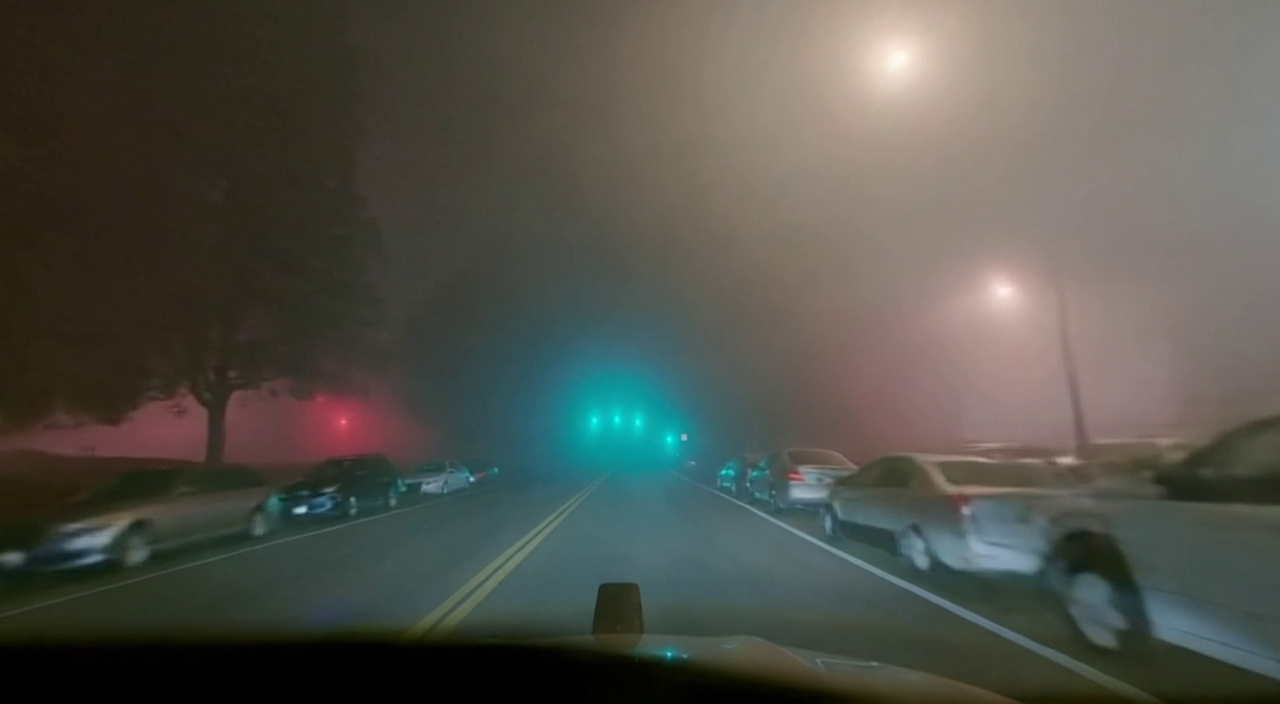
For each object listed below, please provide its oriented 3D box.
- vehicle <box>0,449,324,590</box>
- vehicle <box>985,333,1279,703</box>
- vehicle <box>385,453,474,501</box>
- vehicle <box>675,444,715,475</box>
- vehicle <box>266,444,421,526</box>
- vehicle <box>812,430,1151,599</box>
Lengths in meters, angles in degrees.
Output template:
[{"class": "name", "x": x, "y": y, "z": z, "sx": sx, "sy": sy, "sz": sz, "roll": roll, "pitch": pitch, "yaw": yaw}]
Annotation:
[{"class": "vehicle", "x": -7.354, "y": 2.472, "z": 10.318, "sx": 2.113, "sy": 1.486, "sz": 4.774, "roll": -3, "pitch": -7, "yaw": -2}, {"class": "vehicle", "x": 3.989, "y": 0.765, "z": 2.249, "sx": 2.255, "sy": 1.863, "sz": 5.629, "roll": 0, "pitch": -9, "yaw": -1}, {"class": "vehicle", "x": -7.697, "y": 4.570, "z": 23.608, "sx": 2.013, "sy": 1.550, "sz": 4.290, "roll": 0, "pitch": -9, "yaw": -2}, {"class": "vehicle", "x": 3.604, "y": 7.137, "z": 42.306, "sx": 2.034, "sy": 1.906, "sz": 4.653, "roll": 0, "pitch": -9, "yaw": -2}, {"class": "vehicle", "x": -7.562, "y": 3.369, "z": 16.743, "sx": 2.091, "sy": 1.724, "sz": 4.536, "roll": -2, "pitch": -7, "yaw": -2}, {"class": "vehicle", "x": 3.800, "y": 1.849, "z": 8.144, "sx": 1.914, "sy": 1.552, "sz": 4.321, "roll": 0, "pitch": -9, "yaw": 0}]
